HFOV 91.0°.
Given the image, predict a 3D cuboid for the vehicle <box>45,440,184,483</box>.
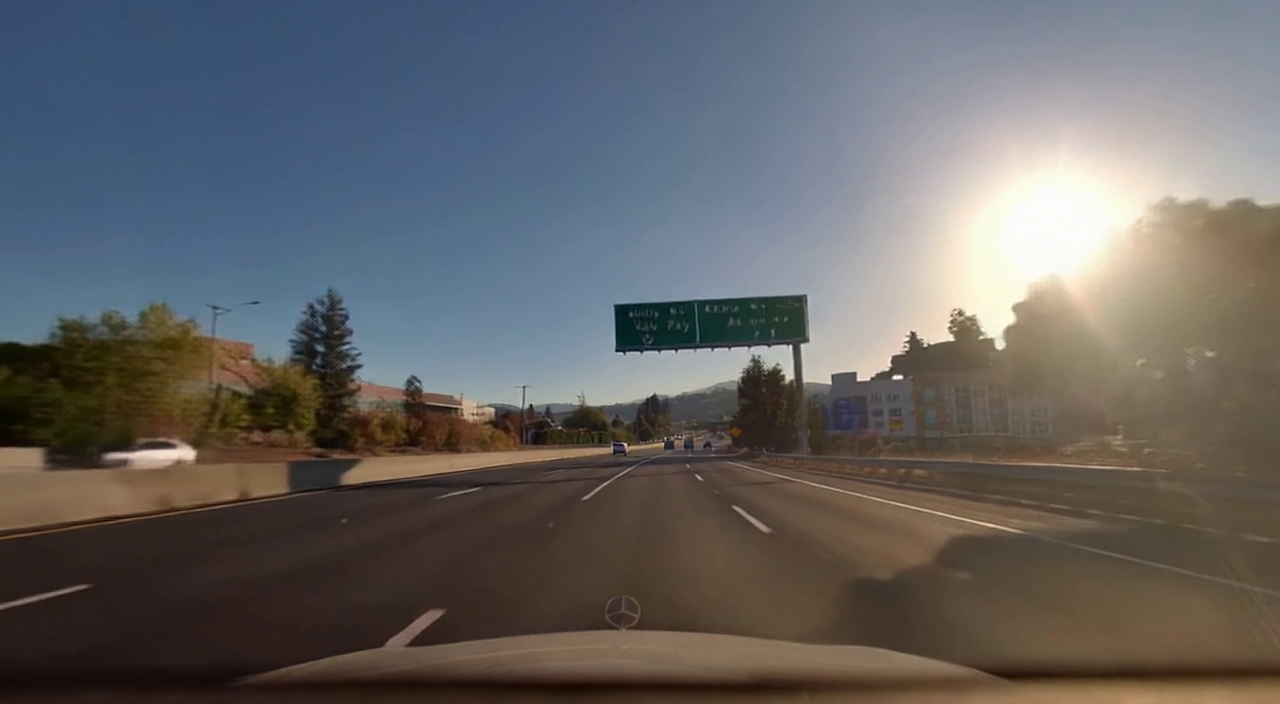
[{"bbox_3d":[-22.890,4.761,27.717,1.943,1.701,4.638,-1,-9,3],"label":"vehicle"}]
